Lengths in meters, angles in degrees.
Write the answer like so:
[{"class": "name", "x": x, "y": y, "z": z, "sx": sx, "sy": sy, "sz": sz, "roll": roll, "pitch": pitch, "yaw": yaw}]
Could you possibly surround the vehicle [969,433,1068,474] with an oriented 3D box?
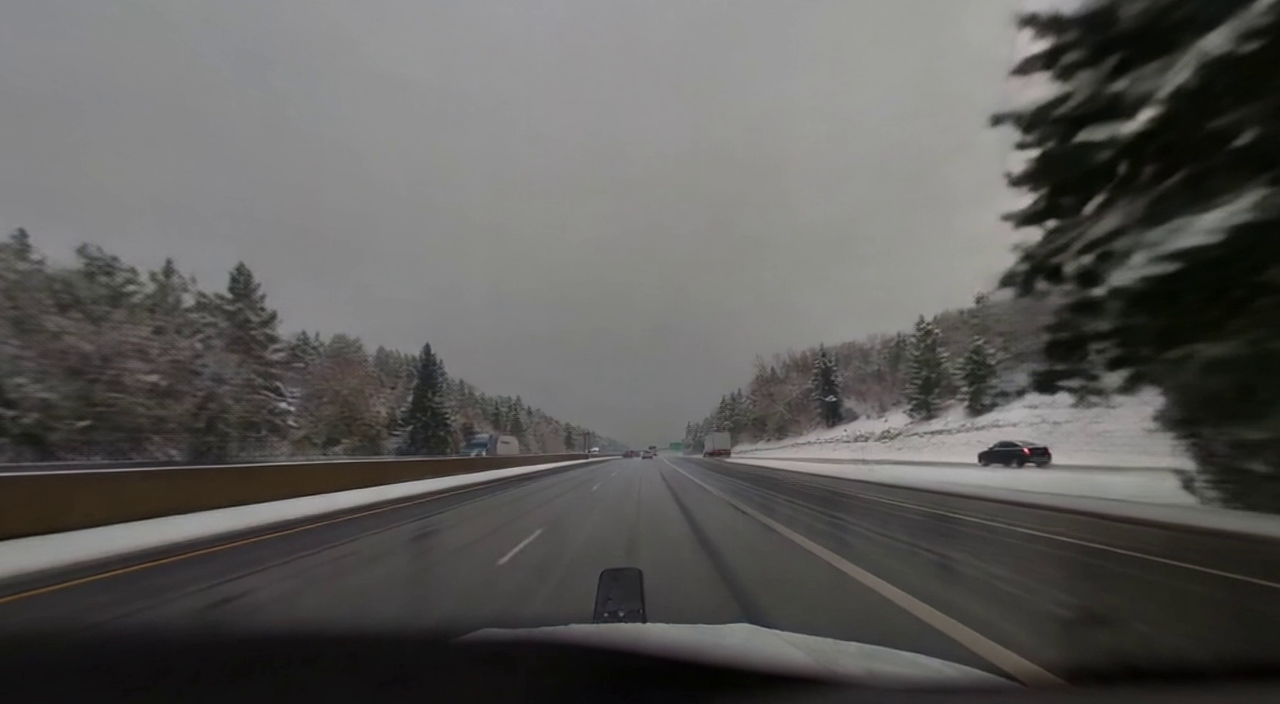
[{"class": "vehicle", "x": 18.088, "y": 4.889, "z": 30.341, "sx": 2.038, "sy": 1.823, "sz": 3.744, "roll": 1, "pitch": -9, "yaw": -8}]
